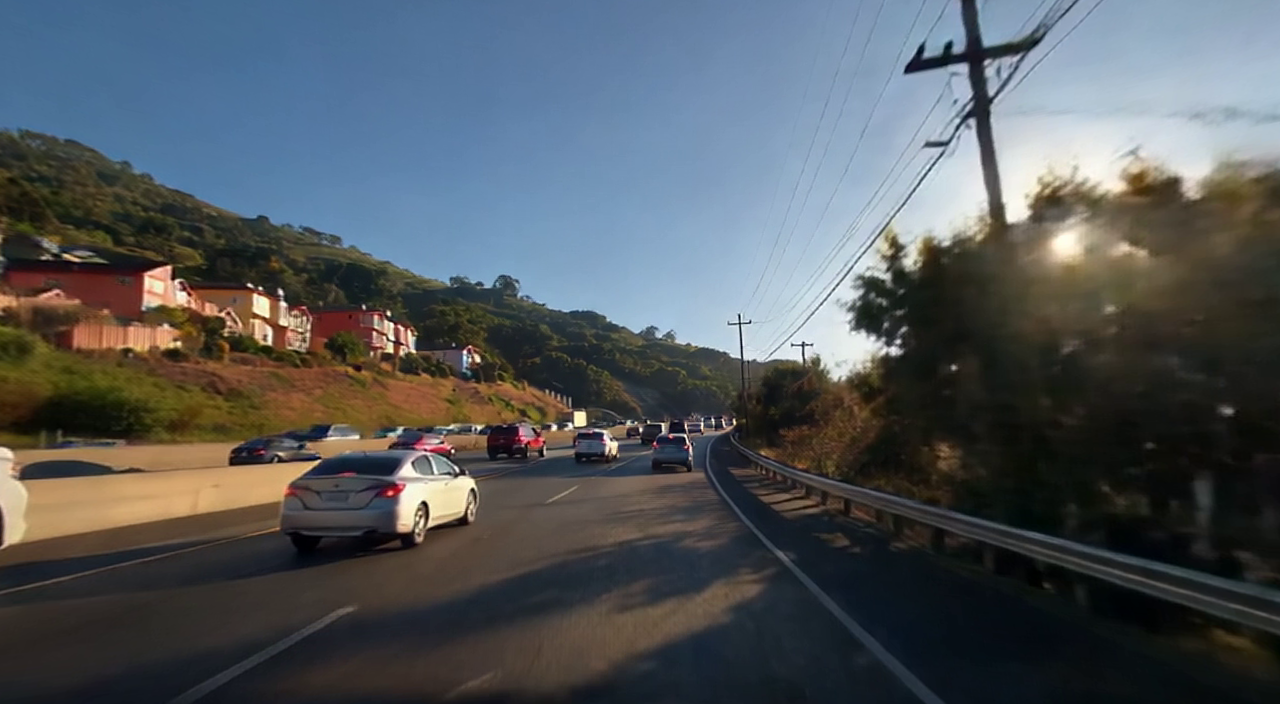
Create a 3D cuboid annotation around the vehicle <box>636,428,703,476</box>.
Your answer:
[{"bbox_3d":[1.062,3.462,22.029,2.109,1.495,3.935,-1,-8,4],"label":"vehicle"}]

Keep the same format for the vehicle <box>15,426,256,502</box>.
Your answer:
[{"bbox_3d":[-12.520,2.796,16.173,1.986,1.622,4.548,-2,-8,10],"label":"vehicle"}]

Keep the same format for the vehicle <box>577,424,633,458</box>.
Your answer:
[{"bbox_3d":[-1.737,4.713,33.228,2.121,1.639,4.383,-1,-8,8],"label":"vehicle"}]

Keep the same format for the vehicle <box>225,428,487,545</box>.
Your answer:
[{"bbox_3d":[-4.245,2.078,10.540,1.956,1.478,4.789,-1,-8,3],"label":"vehicle"}]

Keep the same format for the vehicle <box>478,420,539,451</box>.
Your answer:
[{"bbox_3d":[-8.142,5.270,39.462,2.080,1.833,4.461,-2,-9,12],"label":"vehicle"}]
